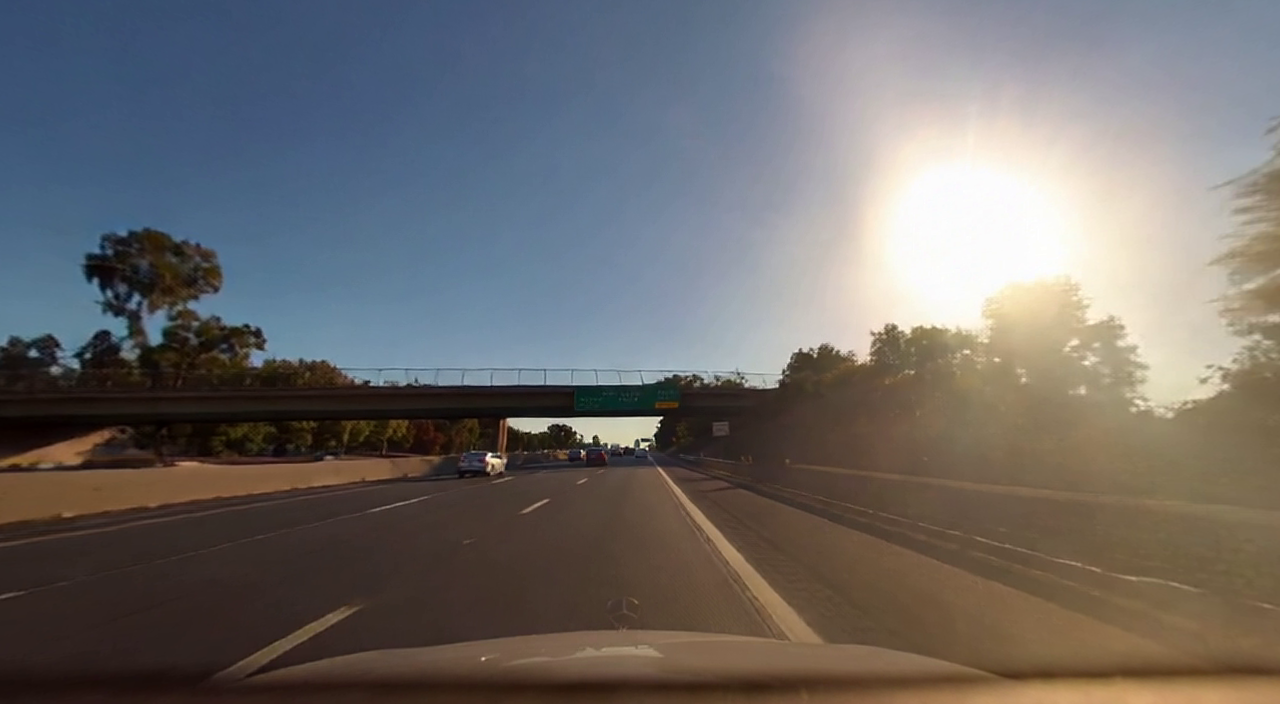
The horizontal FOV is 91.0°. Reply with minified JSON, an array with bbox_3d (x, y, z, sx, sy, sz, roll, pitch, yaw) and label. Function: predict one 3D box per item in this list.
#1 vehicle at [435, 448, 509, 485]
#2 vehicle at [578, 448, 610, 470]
[{"bbox_3d":[-7.475,5.138,28.551,2.002,1.507,4.631,0,-9,1],"label":"vehicle"},{"bbox_3d":[-3.552,8.315,49.050,2.102,1.571,4.666,0,-9,0],"label":"vehicle"}]
